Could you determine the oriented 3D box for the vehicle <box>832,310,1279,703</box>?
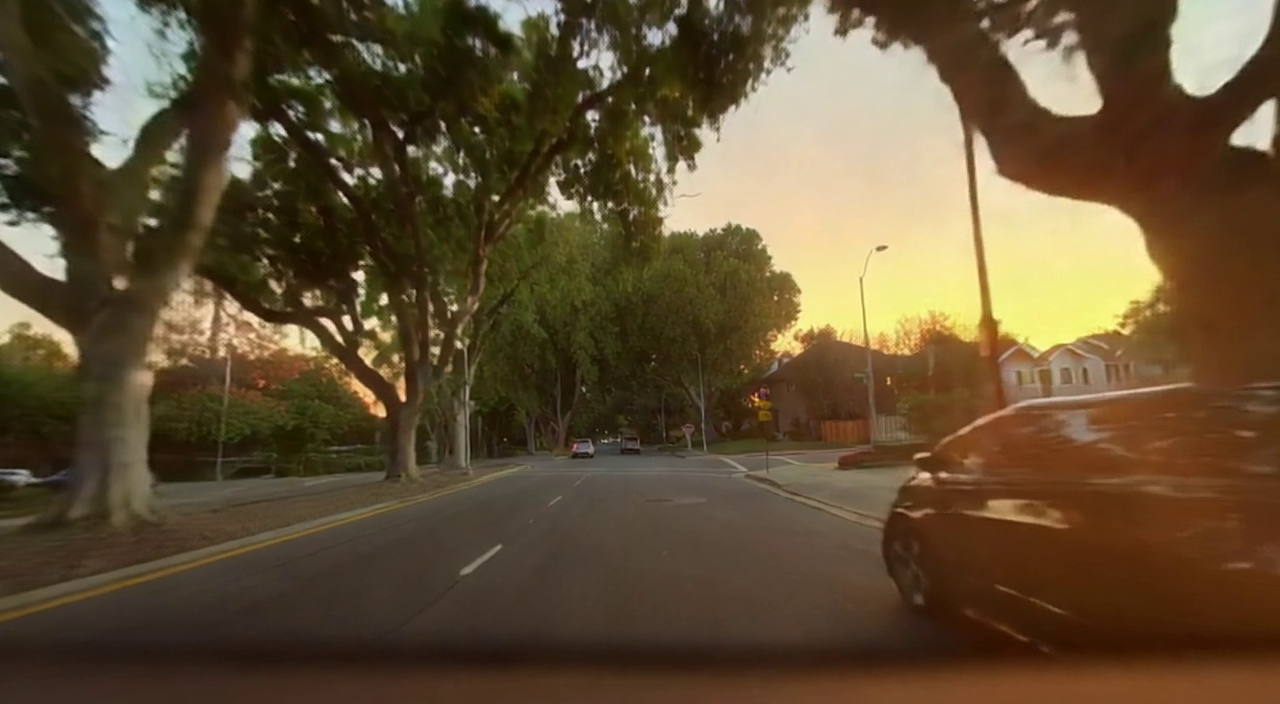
[{"bbox_3d":[3.427,1.054,3.881,2.388,1.879,6.303,2,-8,-2],"label":"vehicle"}]
